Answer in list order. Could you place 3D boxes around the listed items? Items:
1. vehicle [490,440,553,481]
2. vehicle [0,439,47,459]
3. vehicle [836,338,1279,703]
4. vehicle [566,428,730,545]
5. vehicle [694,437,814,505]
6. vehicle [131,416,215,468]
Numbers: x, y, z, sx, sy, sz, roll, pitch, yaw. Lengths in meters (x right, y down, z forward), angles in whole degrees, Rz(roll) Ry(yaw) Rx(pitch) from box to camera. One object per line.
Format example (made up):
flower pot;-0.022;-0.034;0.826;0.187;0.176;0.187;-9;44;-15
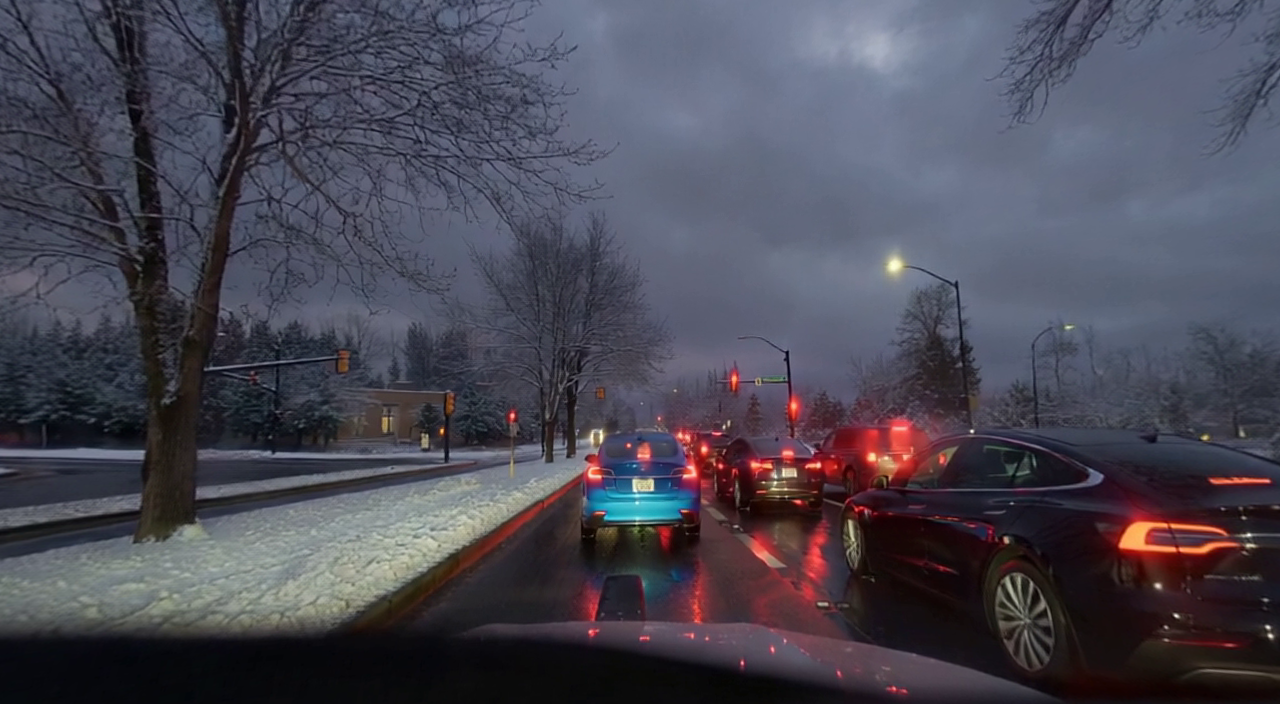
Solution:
vehicle;-4.627;4.286;25.250;1.972;1.457;4.171;0;-8;-4
vehicle;-48.295;7.360;47.975;4.418;1.415;1.941;0;-8;-1
vehicle;3.186;1.106;4.302;2.167;1.676;4.443;0;-8;-1
vehicle;0.027;2.081;10.467;2.147;1.499;4.240;0;-8;-2
vehicle;2.694;2.929;16.034;2.058;1.466;4.208;0;-8;-3
vehicle;-29.271;5.640;39.701;2.608;2.990;3.026;2;-8;2
